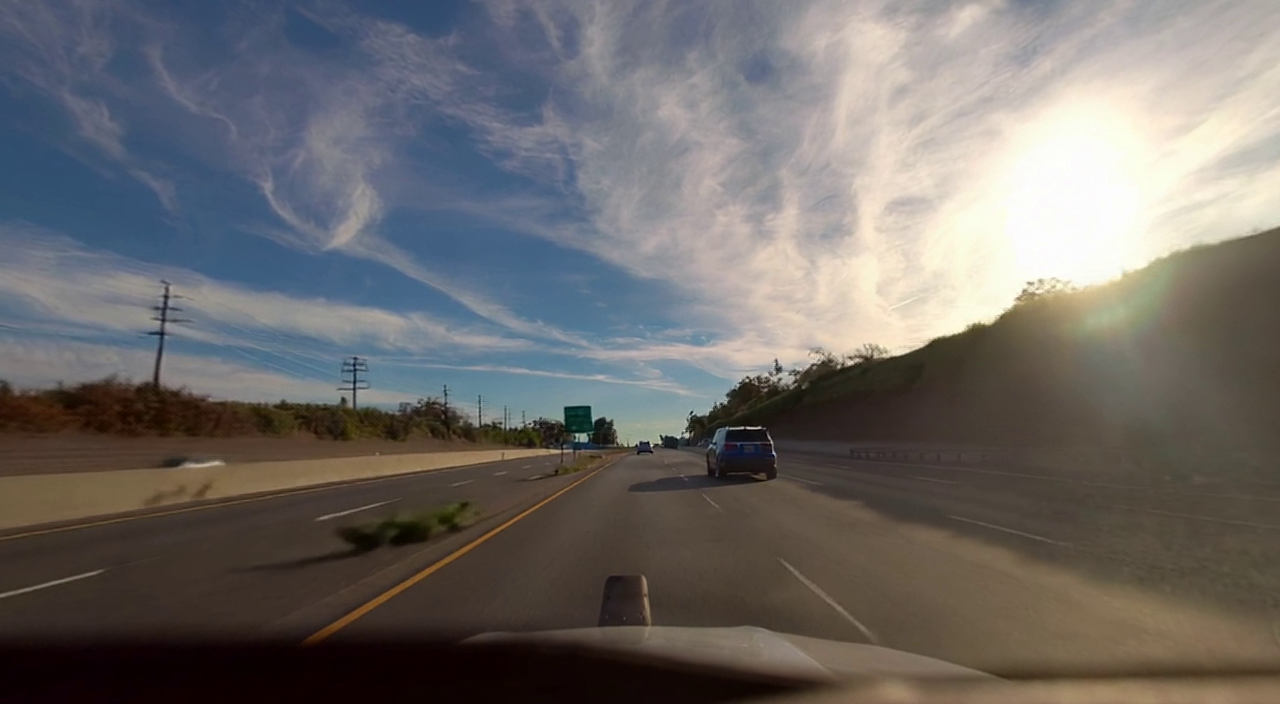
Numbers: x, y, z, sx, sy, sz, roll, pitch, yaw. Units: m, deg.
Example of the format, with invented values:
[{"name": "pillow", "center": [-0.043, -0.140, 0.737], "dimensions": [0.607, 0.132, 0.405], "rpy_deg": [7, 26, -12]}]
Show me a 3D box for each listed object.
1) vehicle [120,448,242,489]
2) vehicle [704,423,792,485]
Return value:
[{"name": "vehicle", "center": [-17.994, 4.543, 24.961], "dimensions": [2.039, 1.458, 3.724], "rpy_deg": [0, -8, -1]}, {"name": "vehicle", "center": [3.492, 3.395, 21.296], "dimensions": [2.120, 1.832, 4.287], "rpy_deg": [0, -8, -1]}]
